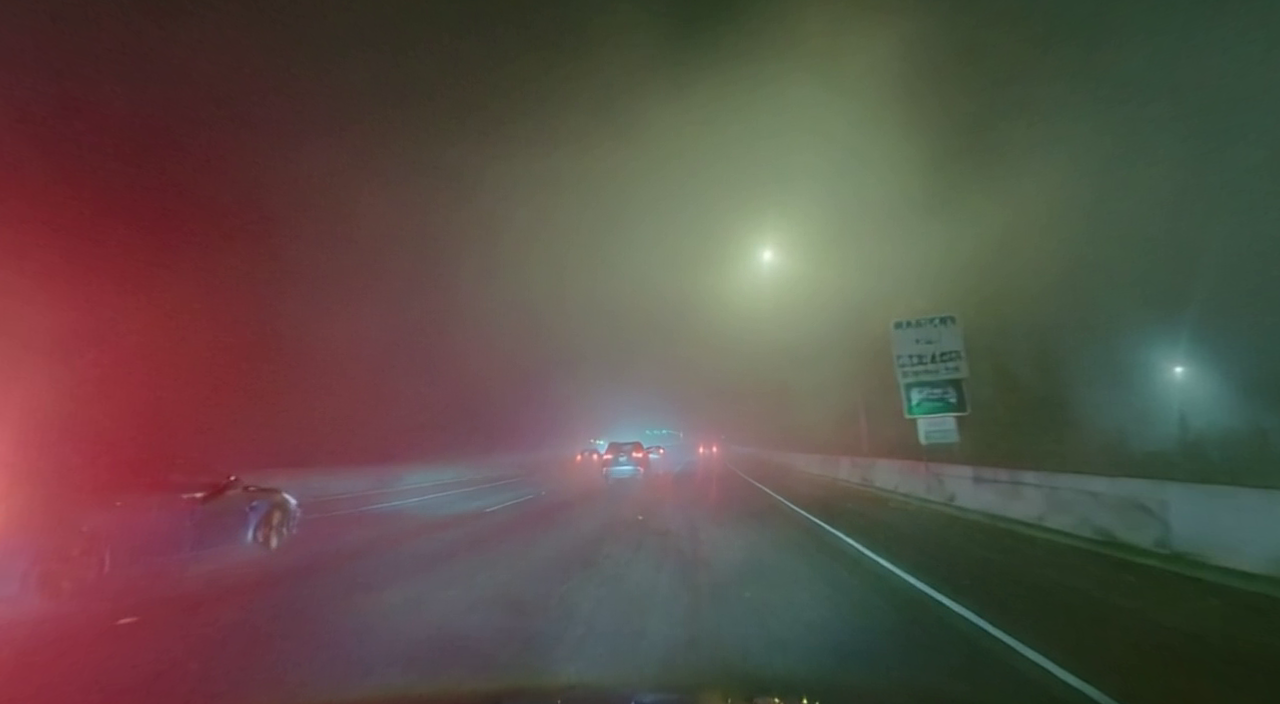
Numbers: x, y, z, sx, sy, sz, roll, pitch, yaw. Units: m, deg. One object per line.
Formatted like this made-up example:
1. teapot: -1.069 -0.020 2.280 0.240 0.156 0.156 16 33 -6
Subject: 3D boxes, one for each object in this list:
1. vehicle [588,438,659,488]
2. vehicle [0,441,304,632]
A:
1. vehicle: -0.475 4.011 23.202 2.082 1.638 4.644 -1 -8 5
2. vehicle: -5.841 1.650 6.423 1.981 1.460 4.792 0 -8 4
